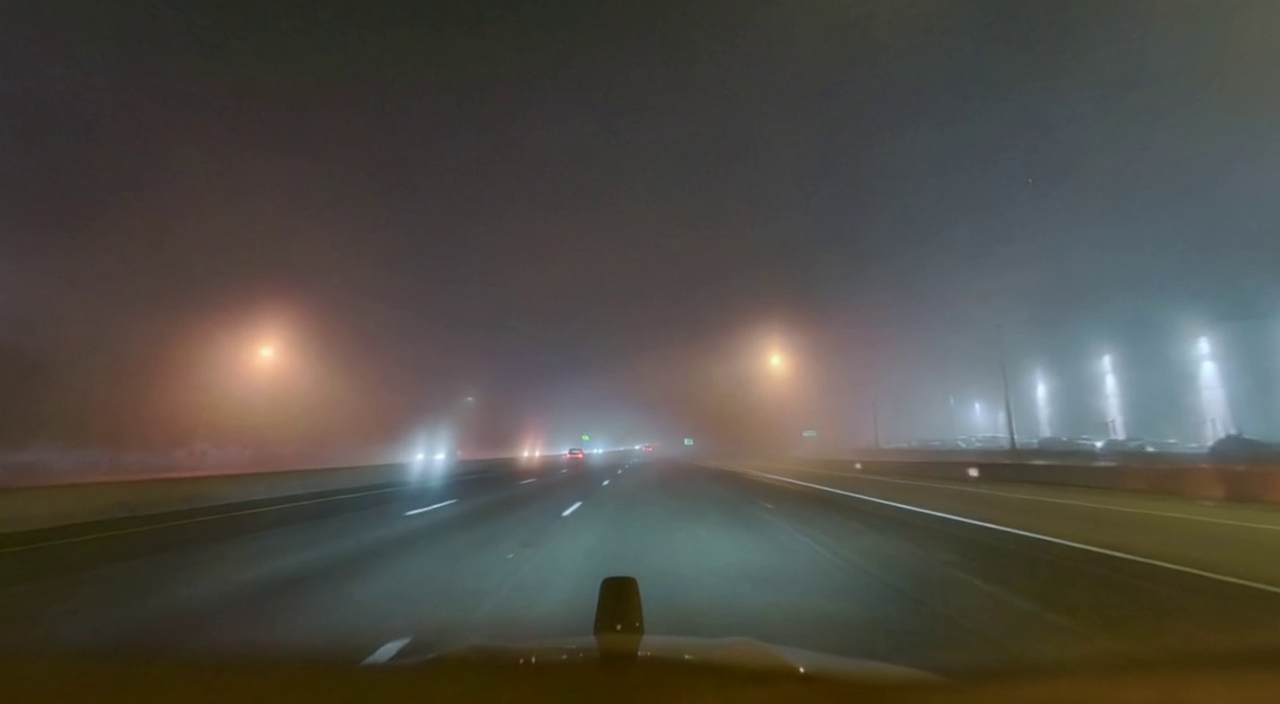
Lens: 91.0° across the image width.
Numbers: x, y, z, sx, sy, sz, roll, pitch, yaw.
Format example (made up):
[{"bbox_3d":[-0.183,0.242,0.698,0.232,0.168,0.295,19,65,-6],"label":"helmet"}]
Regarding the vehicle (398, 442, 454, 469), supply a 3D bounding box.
[{"bbox_3d":[-16.020,7.786,47.462,2.285,1.911,5.206,0,-9,1],"label":"vehicle"}]
